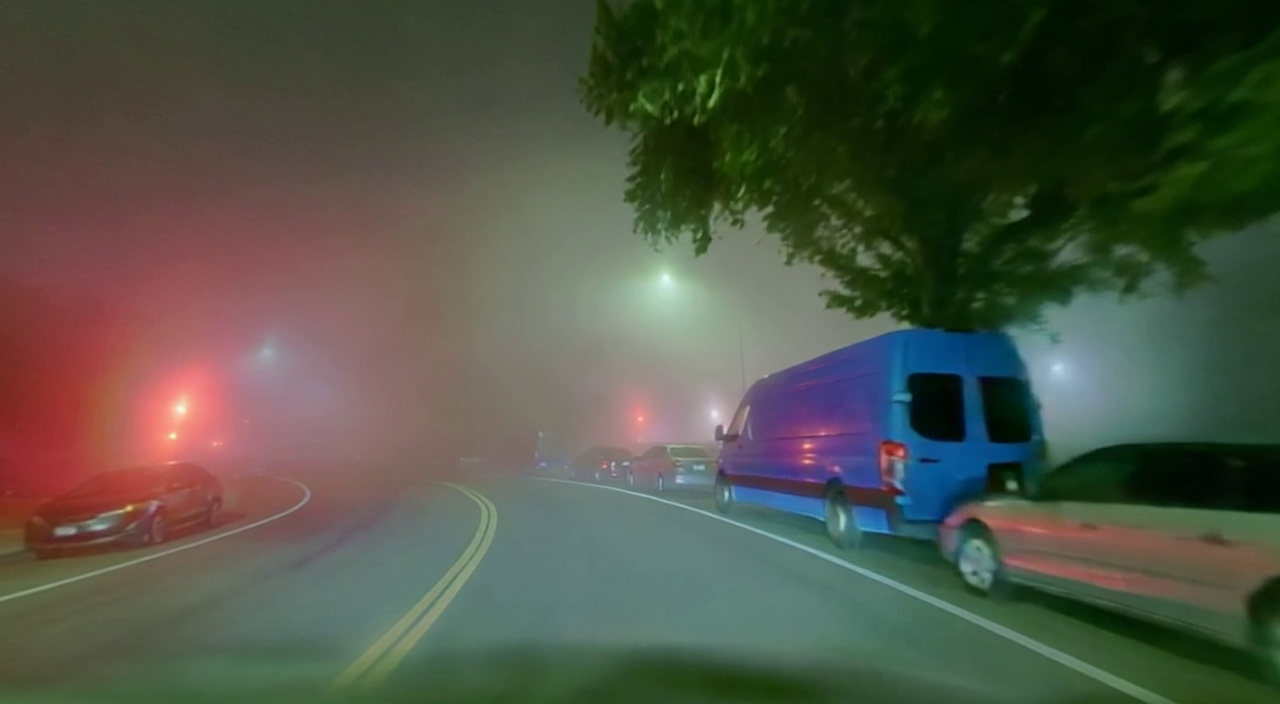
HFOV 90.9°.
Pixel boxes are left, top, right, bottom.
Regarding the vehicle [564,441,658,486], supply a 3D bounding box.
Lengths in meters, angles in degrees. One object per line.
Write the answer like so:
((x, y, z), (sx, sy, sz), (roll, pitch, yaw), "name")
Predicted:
((-1.203, 4.088, 23.480), (1.957, 1.479, 4.554), (3, -9, -24), "vehicle")

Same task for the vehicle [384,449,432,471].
((-16.709, 7.732, 45.318), (1.804, 1.453, 4.462), (7, -11, -39), "vehicle")

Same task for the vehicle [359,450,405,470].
((-20.315, 8.476, 49.529), (1.762, 1.444, 4.906), (7, -11, -41), "vehicle")

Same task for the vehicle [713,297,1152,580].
((3.303, 1.311, 9.629), (2.406, 2.689, 6.916), (1, -8, -10), "vehicle")

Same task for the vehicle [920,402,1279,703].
((3.740, 1.100, 3.779), (1.891, 1.466, 4.362), (0, -8, -3), "vehicle")

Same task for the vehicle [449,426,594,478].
((-6.458, 5.115, 32.395), (3.041, 2.164, 10.370), (4, -10, -36), "vehicle")

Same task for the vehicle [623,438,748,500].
((1.065, 3.136, 17.463), (1.961, 1.456, 4.569), (2, -9, -16), "vehicle")

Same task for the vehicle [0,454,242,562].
((-8.977, 2.599, 11.231), (1.985, 1.485, 3.820), (2, -9, -14), "vehicle")
